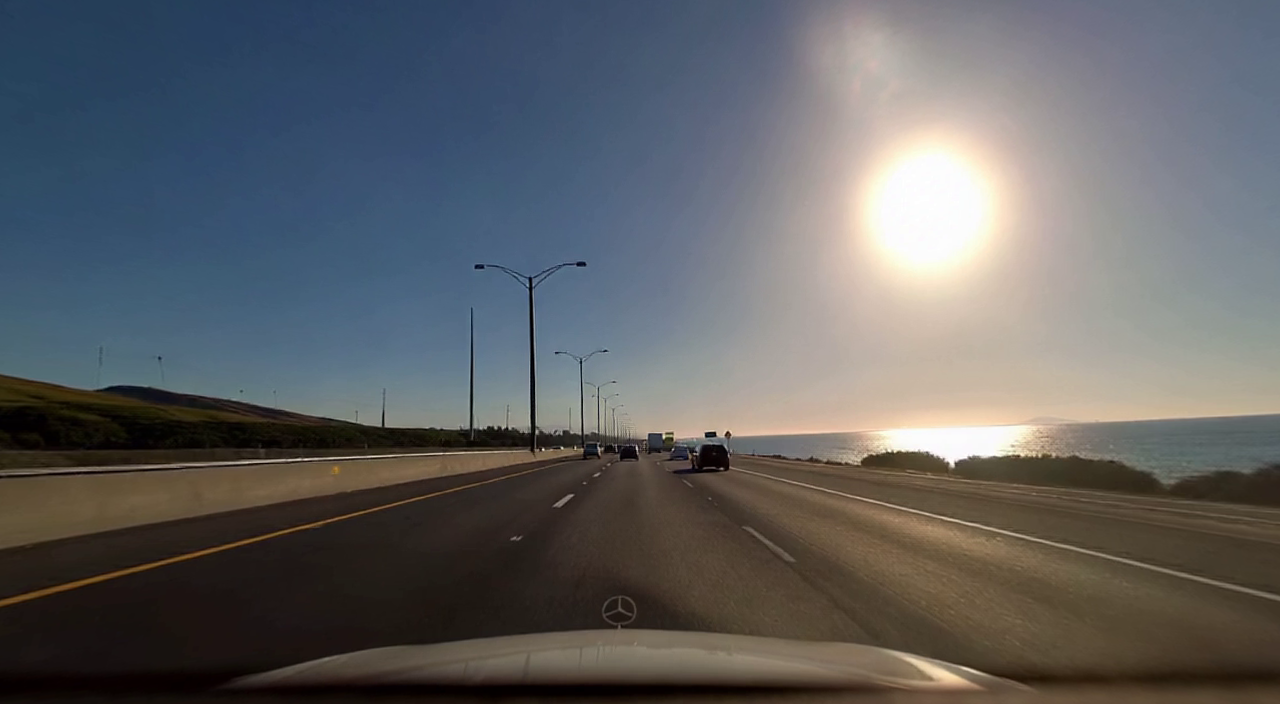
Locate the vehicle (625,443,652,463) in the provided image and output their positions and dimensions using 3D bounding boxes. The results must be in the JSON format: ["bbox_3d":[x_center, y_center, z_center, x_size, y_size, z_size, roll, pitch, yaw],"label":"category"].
[{"bbox_3d":[-0.162,7.917,49.459,2.067,1.482,3.966,0,-8,-1],"label":"vehicle"}]

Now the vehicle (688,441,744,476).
[{"bbox_3d":[3.412,4.878,29.208,1.890,1.490,4.373,0,-8,-2],"label":"vehicle"}]
